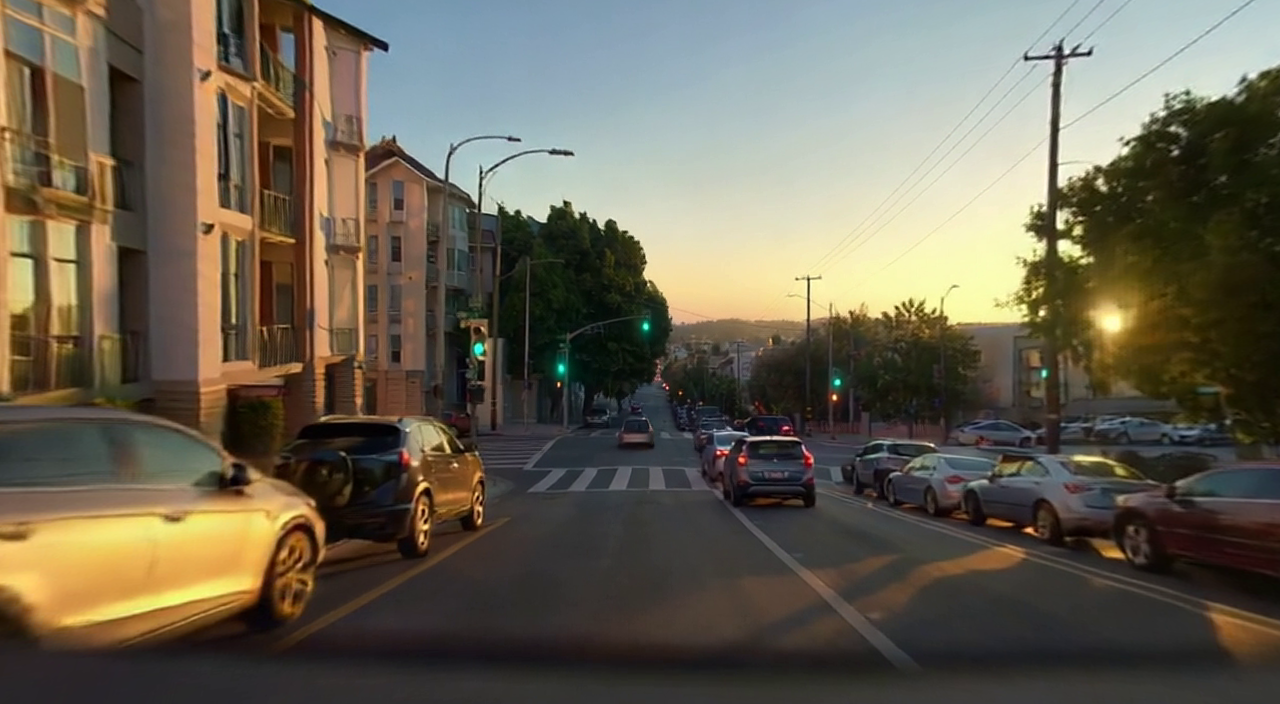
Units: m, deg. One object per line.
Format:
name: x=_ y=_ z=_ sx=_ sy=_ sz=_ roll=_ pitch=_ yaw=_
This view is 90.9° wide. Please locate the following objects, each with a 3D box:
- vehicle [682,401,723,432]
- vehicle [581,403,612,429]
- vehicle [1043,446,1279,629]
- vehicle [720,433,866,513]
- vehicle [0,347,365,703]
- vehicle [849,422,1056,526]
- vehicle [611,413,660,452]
vehicle: x=3.740 y=3.980 z=38.407 sx=2.093 sy=1.655 sz=4.327 roll=0 pitch=-8 yaw=1
vehicle: x=-2.828 y=4.267 z=41.485 sx=1.878 sy=1.521 sz=3.697 roll=0 pitch=-8 yaw=-1
vehicle: x=6.112 y=1.588 z=5.735 sx=1.962 sy=1.438 sz=4.440 roll=0 pitch=-8 yaw=0
vehicle: x=3.100 y=2.575 z=13.945 sx=2.055 sy=1.450 sz=4.676 roll=0 pitch=-8 yaw=0
vehicle: x=-3.496 y=1.005 z=3.548 sx=1.922 sy=1.704 sz=4.398 roll=0 pitch=-8 yaw=-1
vehicle: x=6.098 y=2.419 z=13.070 sx=1.999 sy=1.752 sz=4.502 roll=0 pitch=-8 yaw=1
vehicle: x=-0.149 y=3.364 z=26.791 sx=1.923 sy=1.460 sz=3.923 roll=0 pitch=-4 yaw=1
